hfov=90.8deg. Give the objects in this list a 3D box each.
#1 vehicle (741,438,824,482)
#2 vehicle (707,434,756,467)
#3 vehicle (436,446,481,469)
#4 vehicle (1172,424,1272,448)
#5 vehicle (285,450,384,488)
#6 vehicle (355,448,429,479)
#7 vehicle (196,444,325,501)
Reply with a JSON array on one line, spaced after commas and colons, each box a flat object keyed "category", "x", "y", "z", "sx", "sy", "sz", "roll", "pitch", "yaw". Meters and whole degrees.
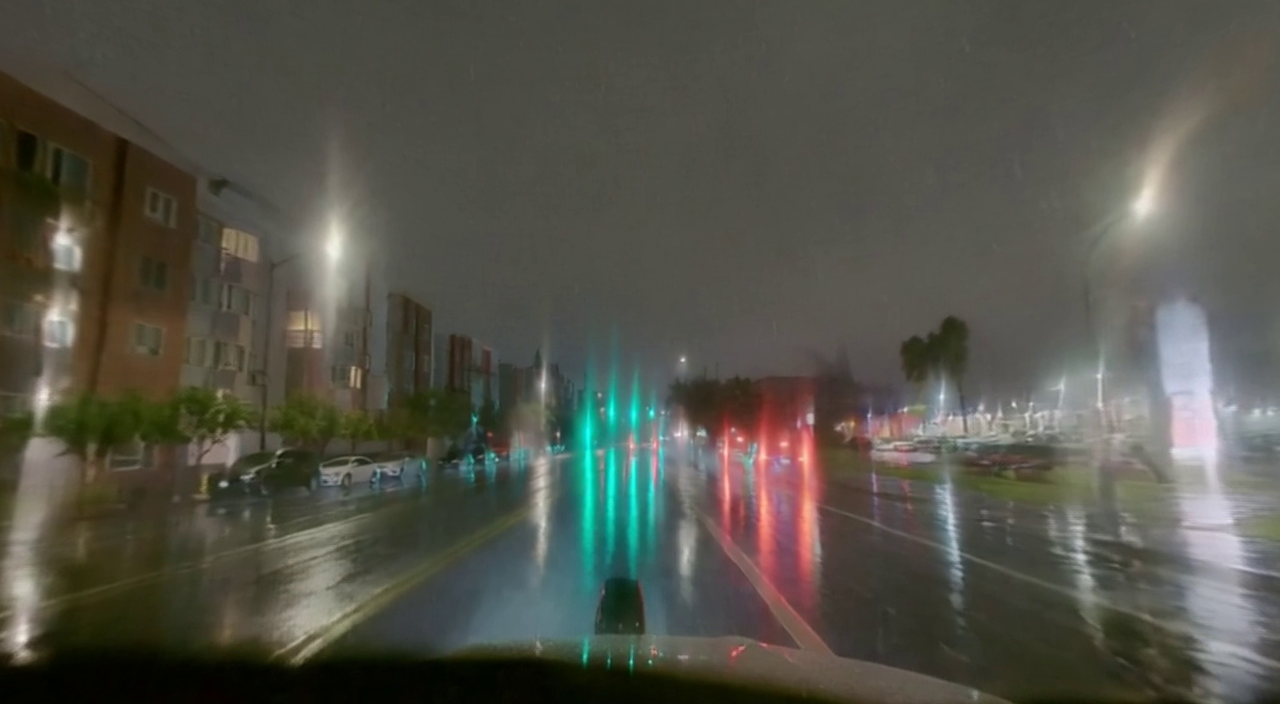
[{"category": "vehicle", "x": 5.210, "y": 4.010, "z": 23.783, "sx": 2.085, "sy": 1.466, "sz": 4.276, "roll": 0, "pitch": -8, "yaw": -1}, {"category": "vehicle", "x": 5.364, "y": 5.806, "z": 37.595, "sx": 2.102, "sy": 1.781, "sz": 5.470, "roll": 0, "pitch": -8, "yaw": 0}, {"category": "vehicle", "x": -12.605, "y": 7.309, "z": 44.075, "sx": 1.926, "sy": 1.499, "sz": 3.869, "roll": 0, "pitch": -8, "yaw": 0}, {"category": "vehicle", "x": 38.563, "y": 5.590, "z": 42.062, "sx": 2.022, "sy": 1.491, "sz": 4.896, "roll": 0, "pitch": -8, "yaw": 1}, {"category": "vehicle", "x": -12.926, "y": 4.943, "z": 27.092, "sx": 1.779, "sy": 1.433, "sz": 4.633, "roll": 0, "pitch": -8, "yaw": 2}, {"category": "vehicle", "x": -12.865, "y": 5.800, "z": 33.127, "sx": 1.889, "sy": 1.461, "sz": 4.608, "roll": 0, "pitch": -8, "yaw": 2}, {"category": "vehicle", "x": -12.832, "y": 4.045, "z": 21.736, "sx": 1.908, "sy": 1.694, "sz": 4.306, "roll": 0, "pitch": -8, "yaw": -3}]
